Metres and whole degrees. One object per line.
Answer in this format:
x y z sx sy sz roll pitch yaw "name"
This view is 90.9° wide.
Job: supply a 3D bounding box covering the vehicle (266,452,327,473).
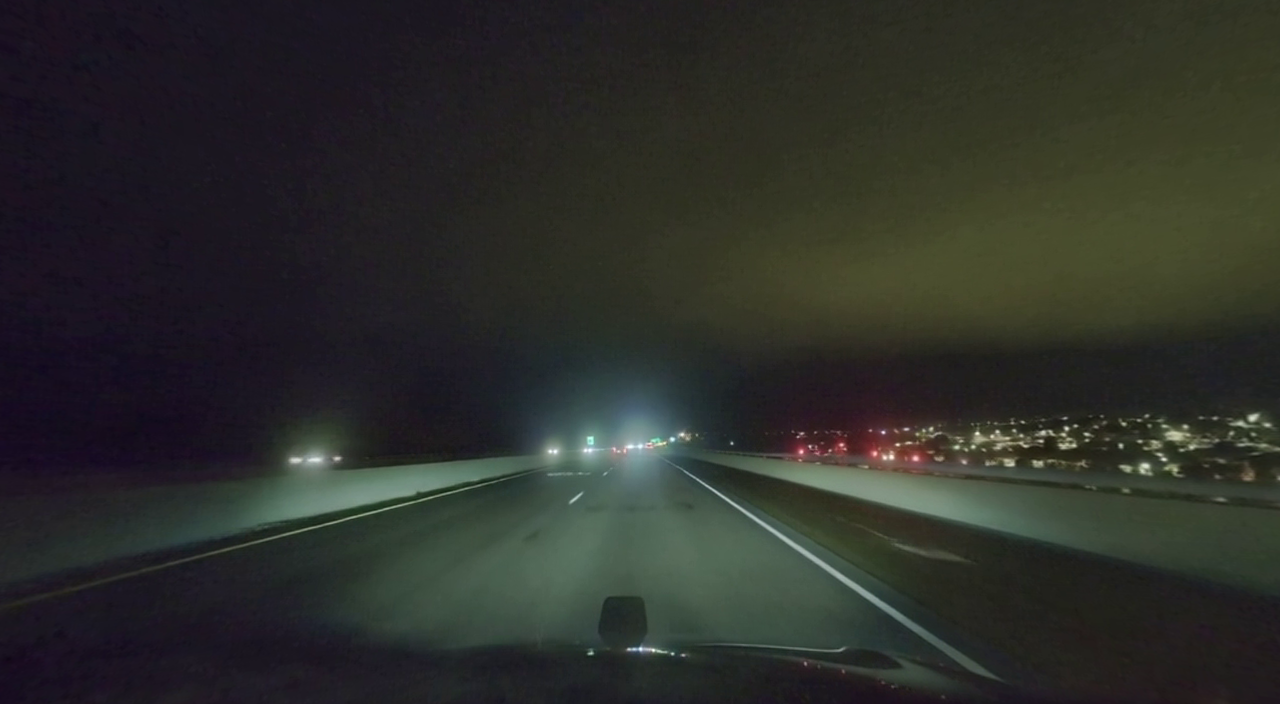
-25.379 8.165 46.779 1.945 1.456 4.502 0 -8 0 "vehicle"
